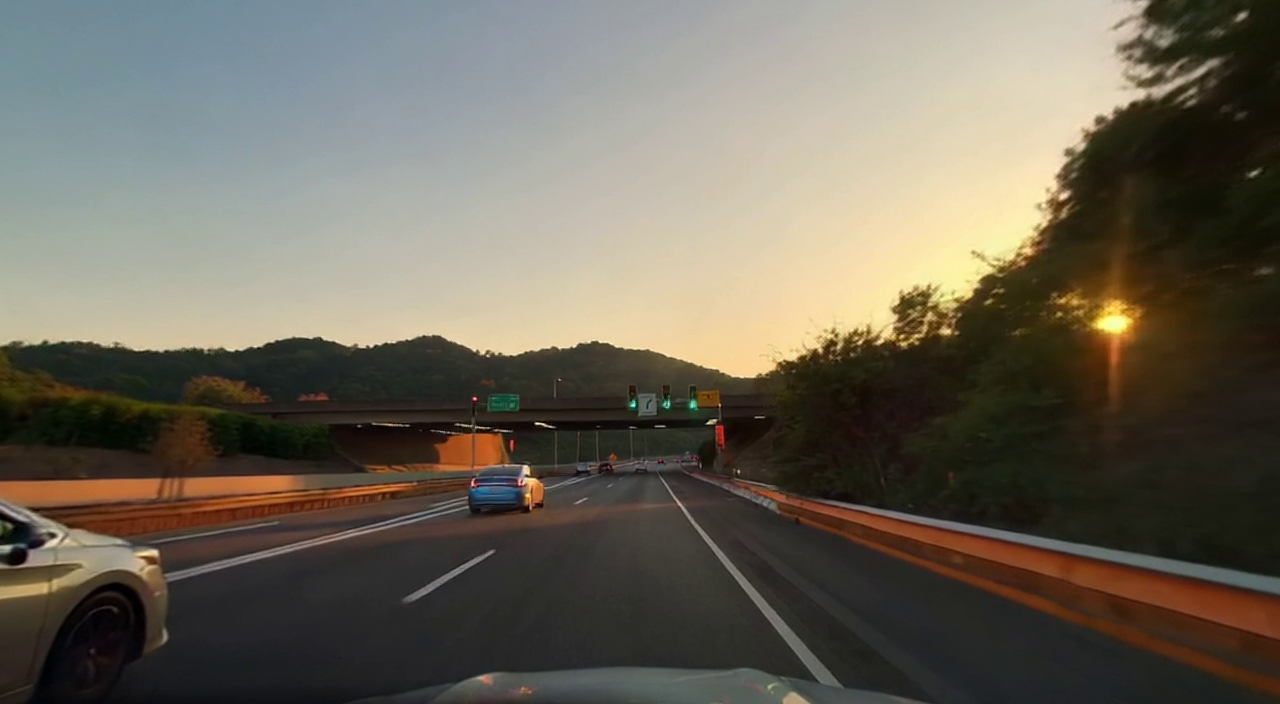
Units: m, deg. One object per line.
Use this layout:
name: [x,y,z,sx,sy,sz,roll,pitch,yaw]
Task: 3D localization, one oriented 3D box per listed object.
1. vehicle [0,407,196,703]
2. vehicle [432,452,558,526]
vehicle: [-3.517,0.685,0.936,2.023,1.507,5.082,1,-10,-1]
vehicle: [-3.242,3.172,14.921,1.992,1.466,3.690,1,-10,2]
